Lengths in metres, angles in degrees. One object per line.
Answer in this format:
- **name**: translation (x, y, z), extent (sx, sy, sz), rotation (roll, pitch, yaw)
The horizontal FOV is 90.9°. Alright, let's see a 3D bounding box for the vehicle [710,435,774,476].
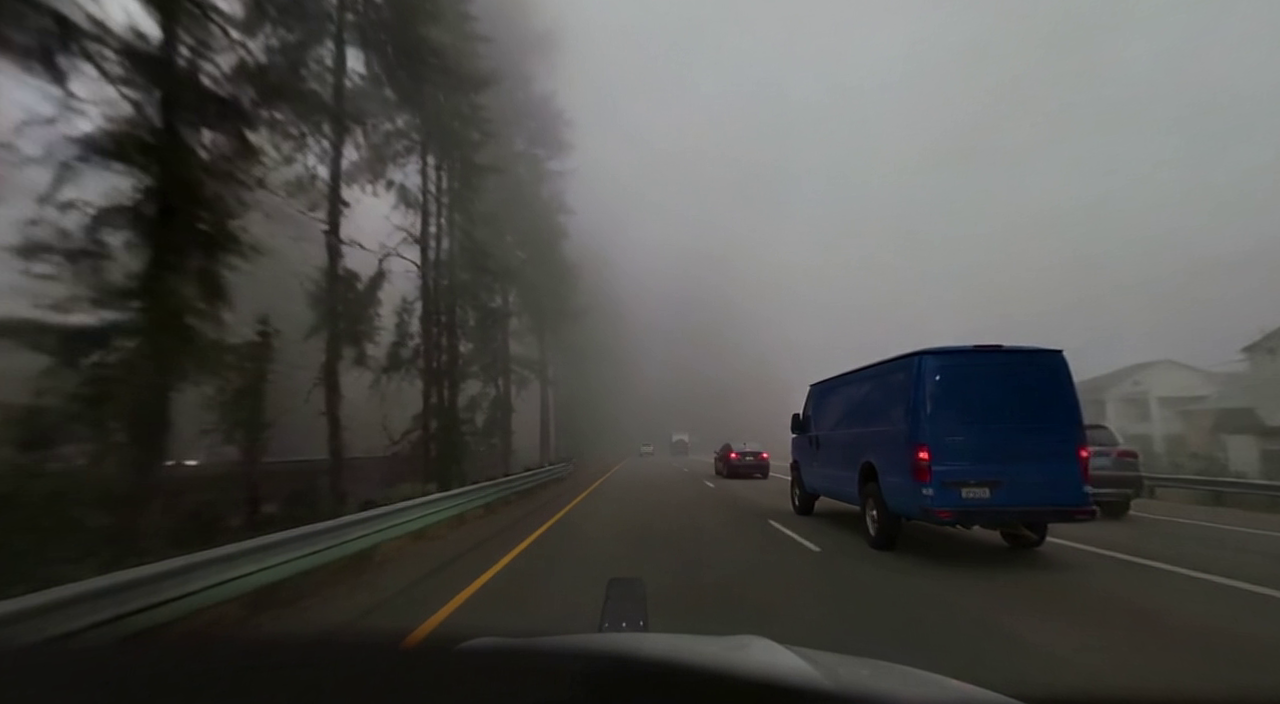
- **vehicle**: translation (4.424, 4.550, 28.042), extent (2.034, 1.651, 4.342), rotation (0, -8, -1)

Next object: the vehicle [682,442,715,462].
- **vehicle**: translation (4.331, 7.500, 47.377), extent (2.050, 1.448, 4.123), rotation (0, -8, -1)

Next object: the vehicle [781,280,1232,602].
- **vehicle**: translation (3.665, 1.130, 8.225), extent (2.302, 2.670, 5.912), rotation (0, -8, 1)

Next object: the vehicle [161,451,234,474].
- **vehicle**: translation (-31.681, 7.893, 45.331), extent (1.865, 1.490, 4.651), rotation (0, -8, 1)
